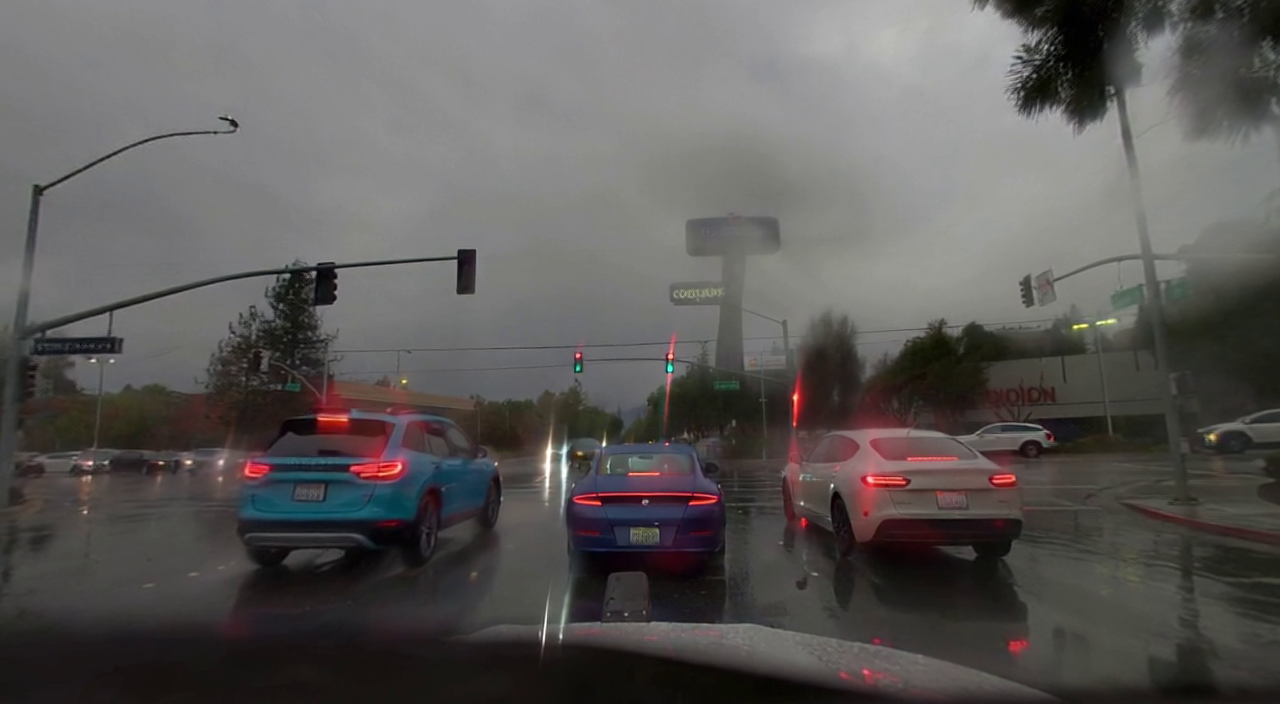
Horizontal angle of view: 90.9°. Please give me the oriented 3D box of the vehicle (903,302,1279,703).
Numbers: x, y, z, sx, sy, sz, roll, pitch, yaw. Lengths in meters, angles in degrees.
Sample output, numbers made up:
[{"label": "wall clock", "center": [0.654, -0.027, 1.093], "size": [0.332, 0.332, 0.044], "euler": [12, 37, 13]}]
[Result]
[{"label": "vehicle", "center": [3.103, 0.806, 2.530], "size": [2.143, 1.759, 4.531], "euler": [0, -8, 0]}]

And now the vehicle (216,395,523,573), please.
[{"label": "vehicle", "center": [-3.189, 1.694, 8.843], "size": [2.061, 1.781, 4.842], "euler": [0, -8, 1]}]

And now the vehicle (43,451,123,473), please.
[{"label": "vehicle", "center": [-41.299, 8.157, 46.789], "size": [4.195, 1.533, 1.752], "euler": [0, -8, -3]}]

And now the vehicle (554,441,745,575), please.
[{"label": "vehicle", "center": [0.112, 1.873, 8.388], "size": [1.945, 1.343, 3.827], "euler": [0, -8, 0]}]

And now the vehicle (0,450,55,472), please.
[{"label": "vehicle", "center": [-46.176, 7.961, 46.159], "size": [4.545, 1.558, 1.833], "euler": [0, -8, -4]}]
